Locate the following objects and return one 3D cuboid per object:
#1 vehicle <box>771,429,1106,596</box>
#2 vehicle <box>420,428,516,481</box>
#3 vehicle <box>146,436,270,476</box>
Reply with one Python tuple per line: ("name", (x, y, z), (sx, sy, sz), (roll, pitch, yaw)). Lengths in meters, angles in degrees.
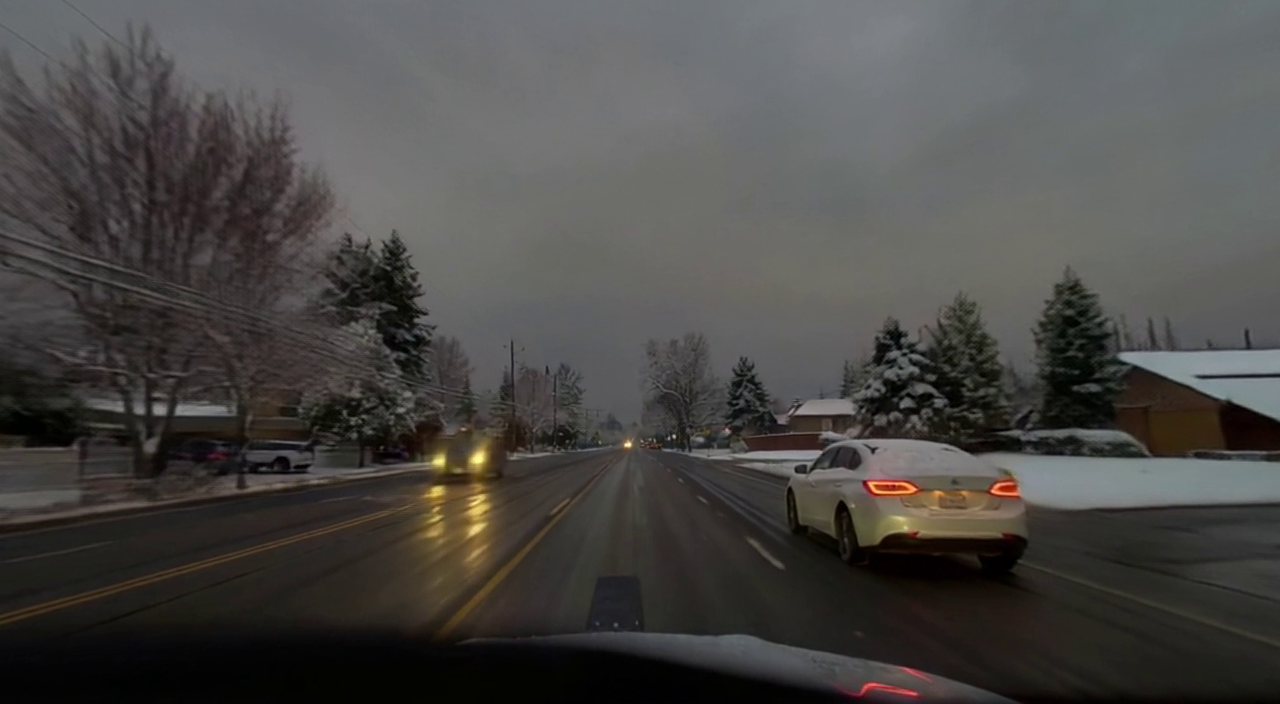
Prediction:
("vehicle", (3.164, 1.766, 7.904), (2.057, 1.493, 4.225), (0, -8, -1))
("vehicle", (-7.136, 4.335, 27.079), (2.334, 1.985, 6.274), (0, -8, 0))
("vehicle", (-20.626, 4.963, 30.299), (4.445, 1.822, 2.095), (-1, -8, 3))
